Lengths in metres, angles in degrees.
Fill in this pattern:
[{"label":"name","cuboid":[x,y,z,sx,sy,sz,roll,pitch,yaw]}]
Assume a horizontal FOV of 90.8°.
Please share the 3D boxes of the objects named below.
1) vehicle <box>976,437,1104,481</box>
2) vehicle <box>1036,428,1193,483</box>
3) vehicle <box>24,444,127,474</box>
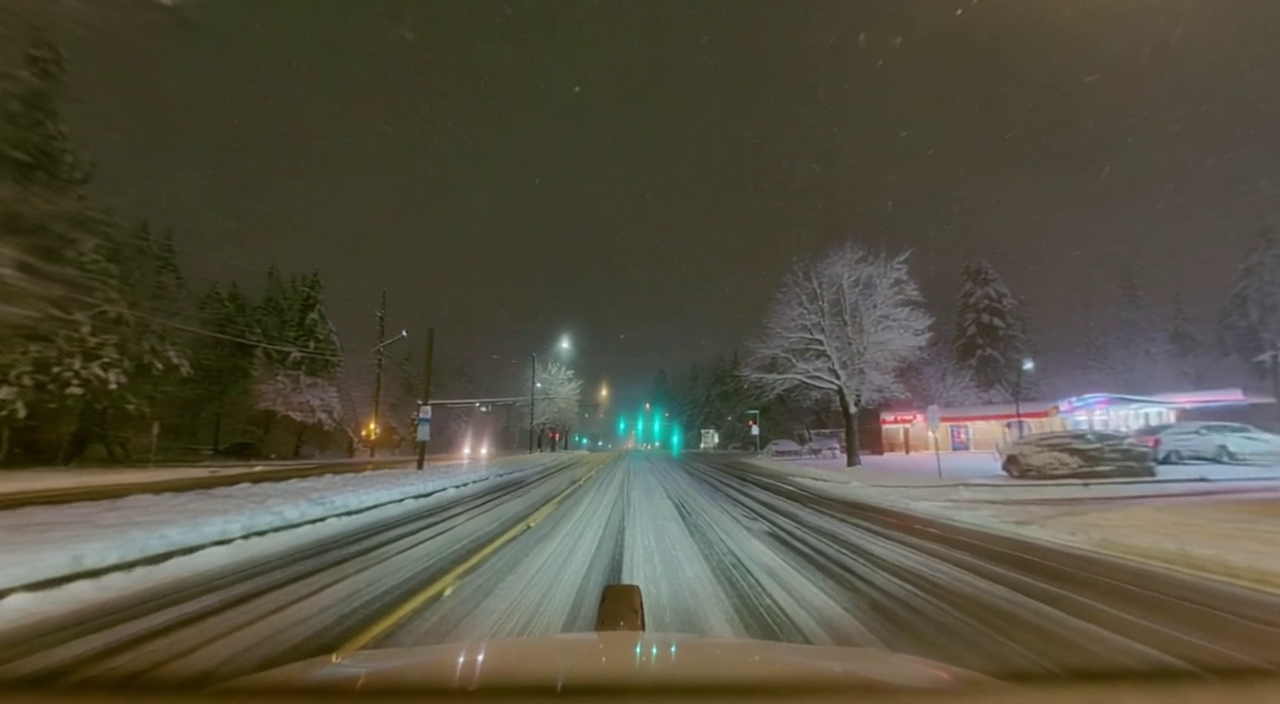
[{"label":"vehicle","cuboid":[14.887,3.985,23.882,1.920,1.471,4.516,0,-8,1]},{"label":"vehicle","cuboid":[17.342,3.817,23.487,2.038,1.812,4.851,0,-8,0]},{"label":"vehicle","cuboid":[-31.851,6.039,35.731,3.894,1.590,1.908,0,-8,-1]}]
